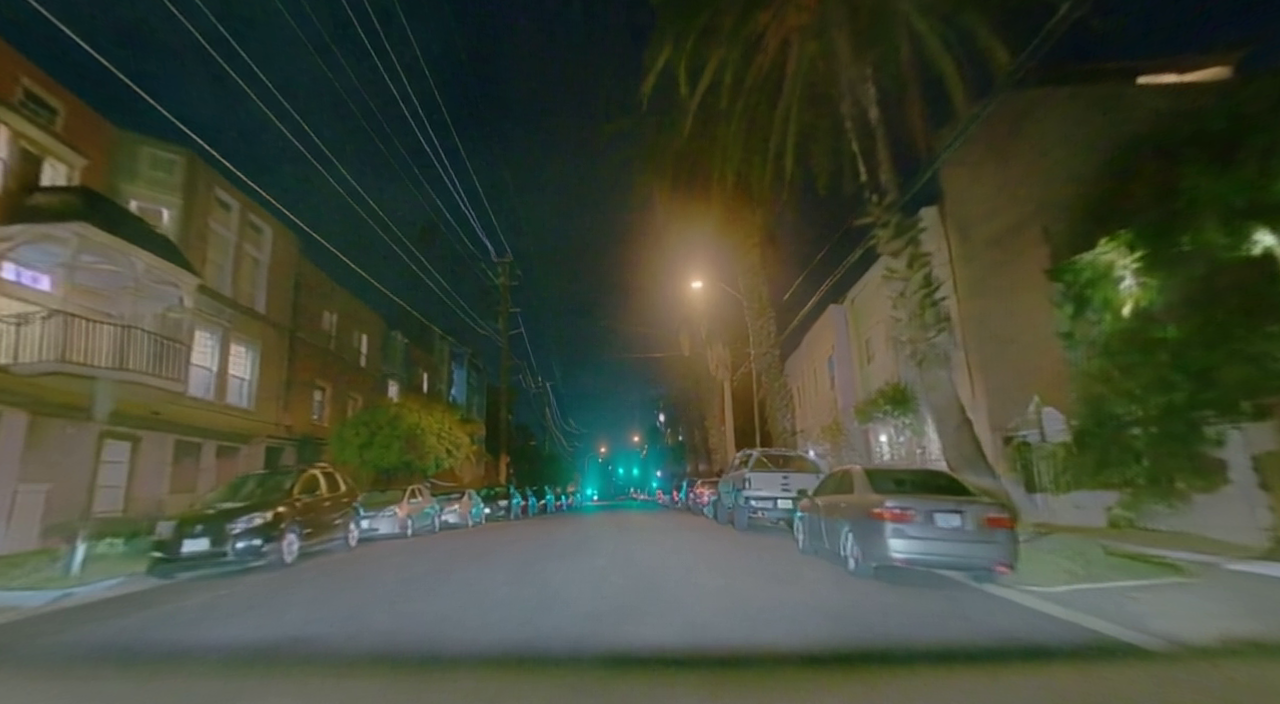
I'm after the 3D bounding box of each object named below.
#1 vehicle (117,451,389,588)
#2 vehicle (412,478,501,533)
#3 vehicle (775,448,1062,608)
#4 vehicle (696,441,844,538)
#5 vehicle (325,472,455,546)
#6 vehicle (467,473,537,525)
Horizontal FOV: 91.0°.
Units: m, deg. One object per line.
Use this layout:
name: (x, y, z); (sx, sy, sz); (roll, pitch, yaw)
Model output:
vehicle: (-6.506, 2.773, 11.531); (1.933, 1.824, 5.142); (0, -8, -3)
vehicle: (-6.356, 5.340, 22.359); (1.874, 1.449, 4.622); (0, -8, -2)
vehicle: (3.062, 1.962, 7.962); (1.756, 1.455, 3.965); (0, -8, -1)
vehicle: (2.948, 3.269, 16.059); (2.268, 1.953, 6.124); (0, -8, -2)
vehicle: (-6.562, 4.131, 17.107); (1.841, 1.491, 4.525); (0, -8, -2)
vehicle: (-6.214, 6.665, 28.991); (2.349, 1.952, 4.848); (0, -8, -3)
